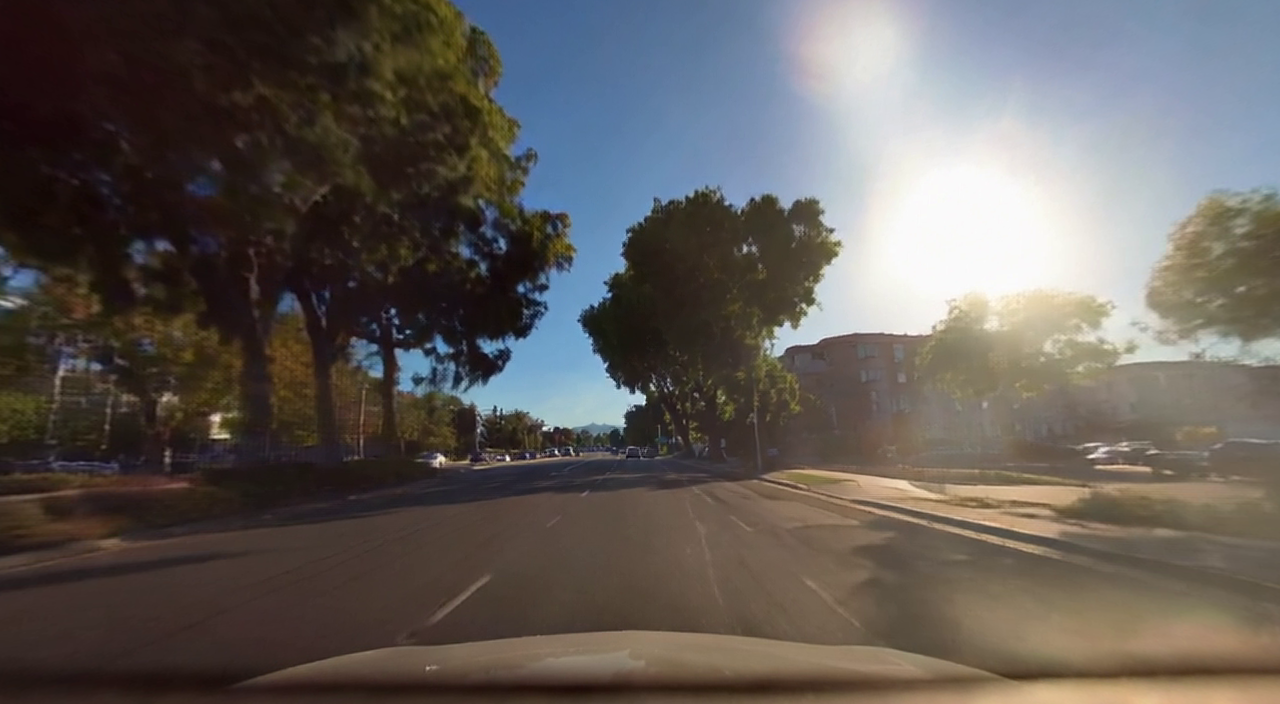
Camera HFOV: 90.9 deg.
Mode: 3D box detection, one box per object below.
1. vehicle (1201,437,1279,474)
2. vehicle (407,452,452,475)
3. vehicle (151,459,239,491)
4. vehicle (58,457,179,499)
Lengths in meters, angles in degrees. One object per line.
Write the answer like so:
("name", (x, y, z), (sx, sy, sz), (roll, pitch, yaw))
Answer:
("vehicle", (26.797, 4.537, 27.772), (2.002, 1.460, 4.533), (-5, -10, 28))
("vehicle", (-15.240, 8.047, 45.855), (1.879, 1.544, 4.144), (0, -9, -1))
("vehicle", (-25.089, 6.906, 35.725), (1.864, 1.640, 4.217), (1, -9, -1))
("vehicle", (-25.001, 6.035, 30.469), (1.961, 1.773, 4.716), (1, -9, -4))
